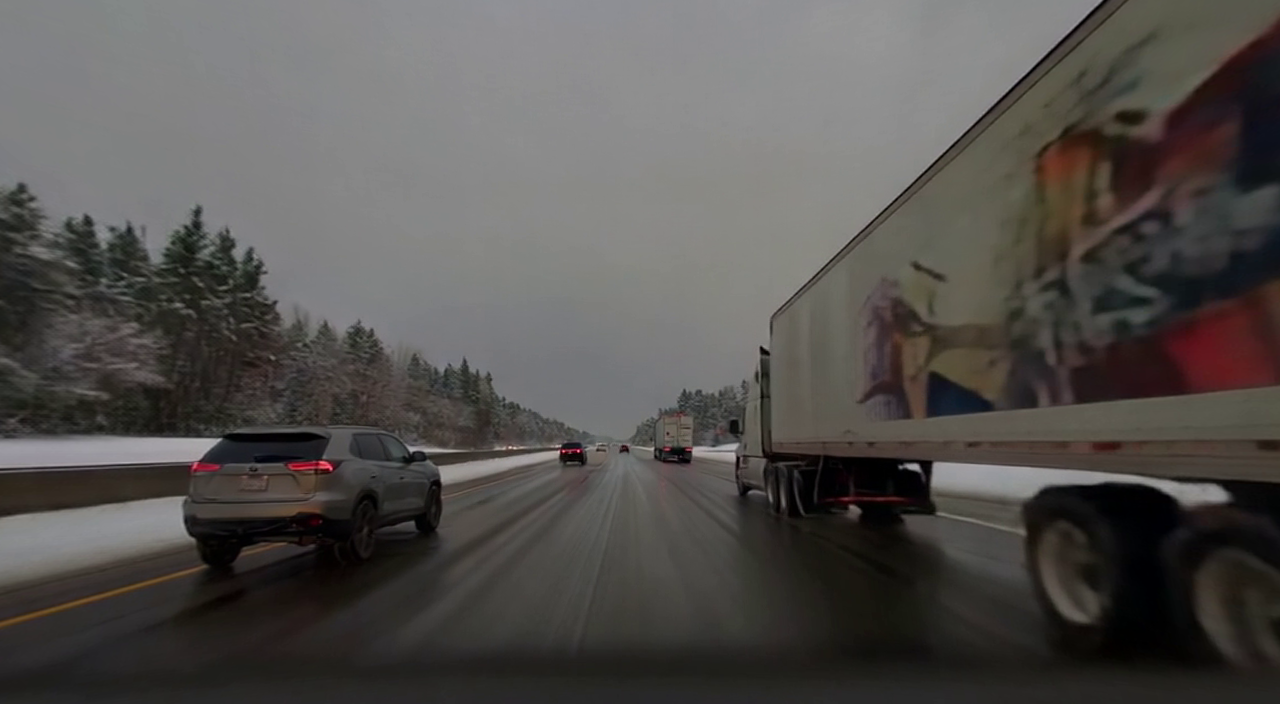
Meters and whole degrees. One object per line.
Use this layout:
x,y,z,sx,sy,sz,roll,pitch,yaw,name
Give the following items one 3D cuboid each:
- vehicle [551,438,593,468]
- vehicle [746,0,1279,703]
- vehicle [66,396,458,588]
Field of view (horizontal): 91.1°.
-4.047,6.113,38.127,2.139,1.716,4.530,0,-9,-1,vehicle
4.175,0.465,7.966,2.933,4.016,13.949,0,-9,-1,vehicle
-4.166,1.643,8.176,2.202,1.760,4.617,0,-9,0,vehicle
